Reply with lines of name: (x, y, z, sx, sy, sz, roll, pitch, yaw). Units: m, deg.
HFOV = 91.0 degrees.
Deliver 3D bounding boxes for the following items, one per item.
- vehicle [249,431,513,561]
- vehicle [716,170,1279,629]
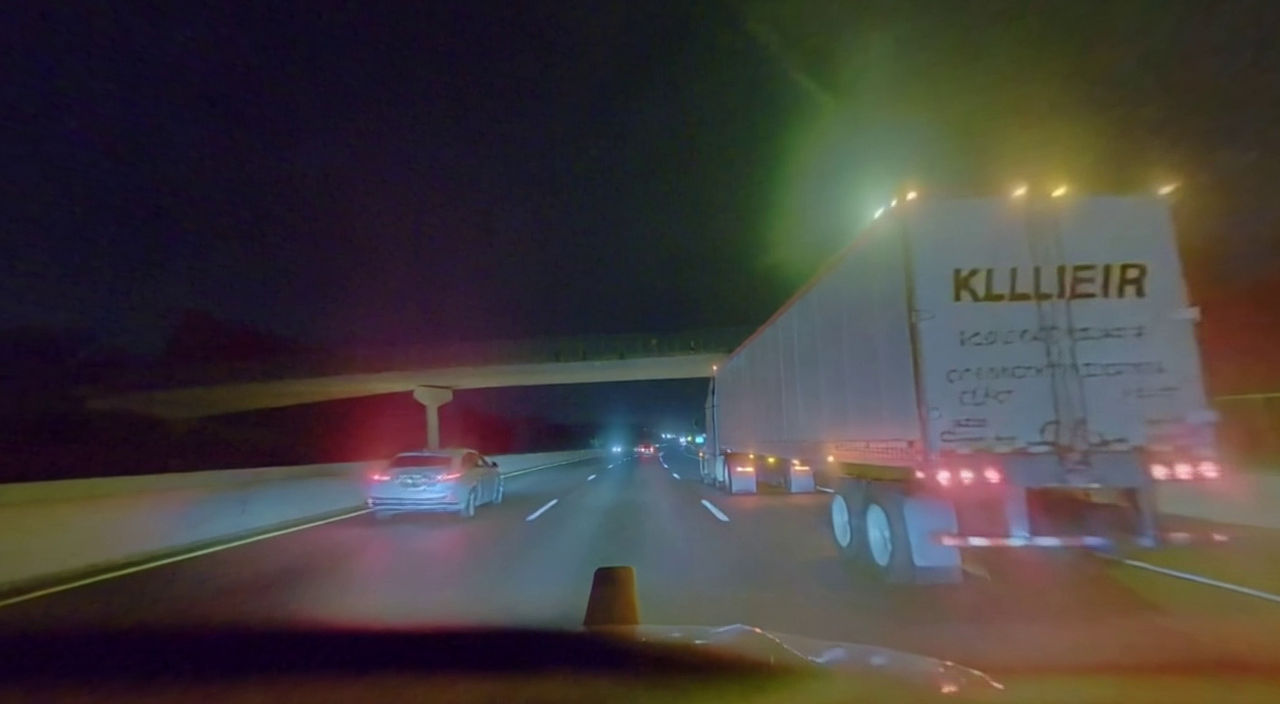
vehicle: (-3.612, 2.076, 9.964, 2.276, 1.551, 4.484, 0, -8, 0)
vehicle: (3.793, 1.088, 10.677, 3.306, 3.531, 11.717, 0, -8, -1)
